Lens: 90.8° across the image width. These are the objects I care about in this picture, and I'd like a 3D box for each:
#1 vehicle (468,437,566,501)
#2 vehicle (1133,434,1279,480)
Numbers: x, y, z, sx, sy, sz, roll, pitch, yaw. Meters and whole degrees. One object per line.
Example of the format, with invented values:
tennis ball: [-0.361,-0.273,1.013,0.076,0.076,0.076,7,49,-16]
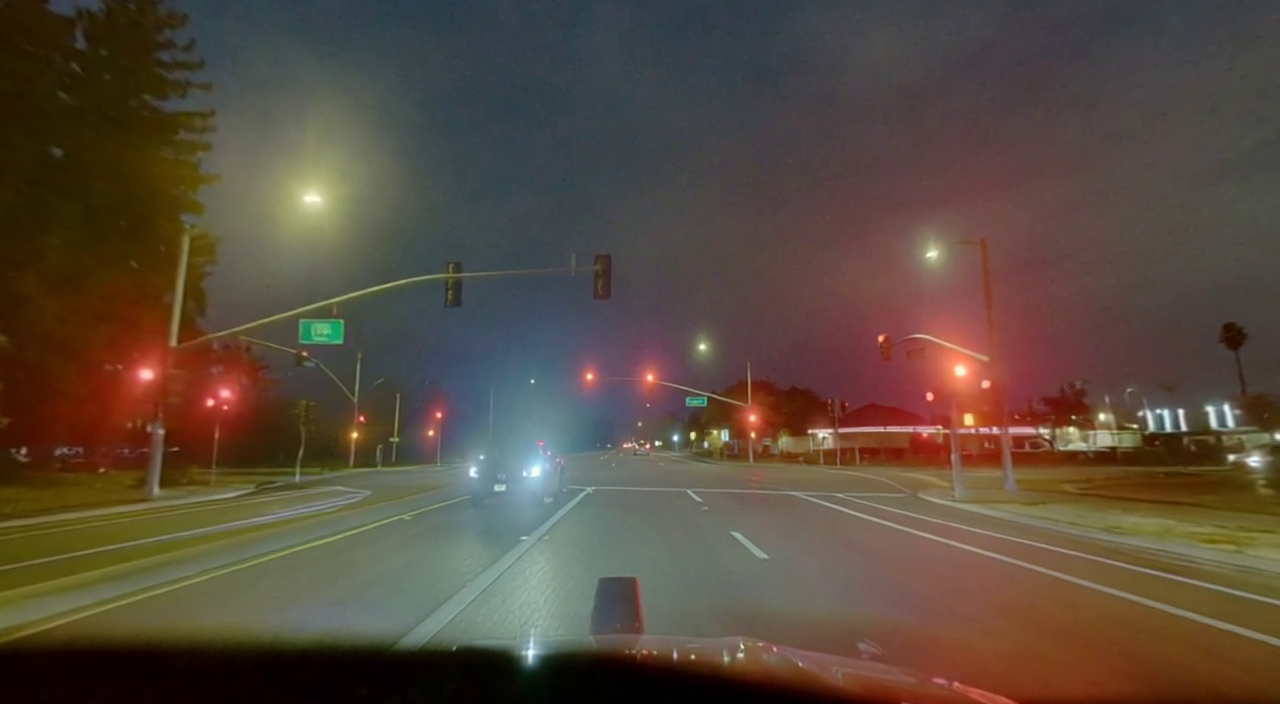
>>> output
vehicle: [-3.270,3.180,17.553,1.915,1.553,3.846,0,-8,0]
vehicle: [23.260,4.299,25.976,4.246,1.750,1.954,0,-8,1]
